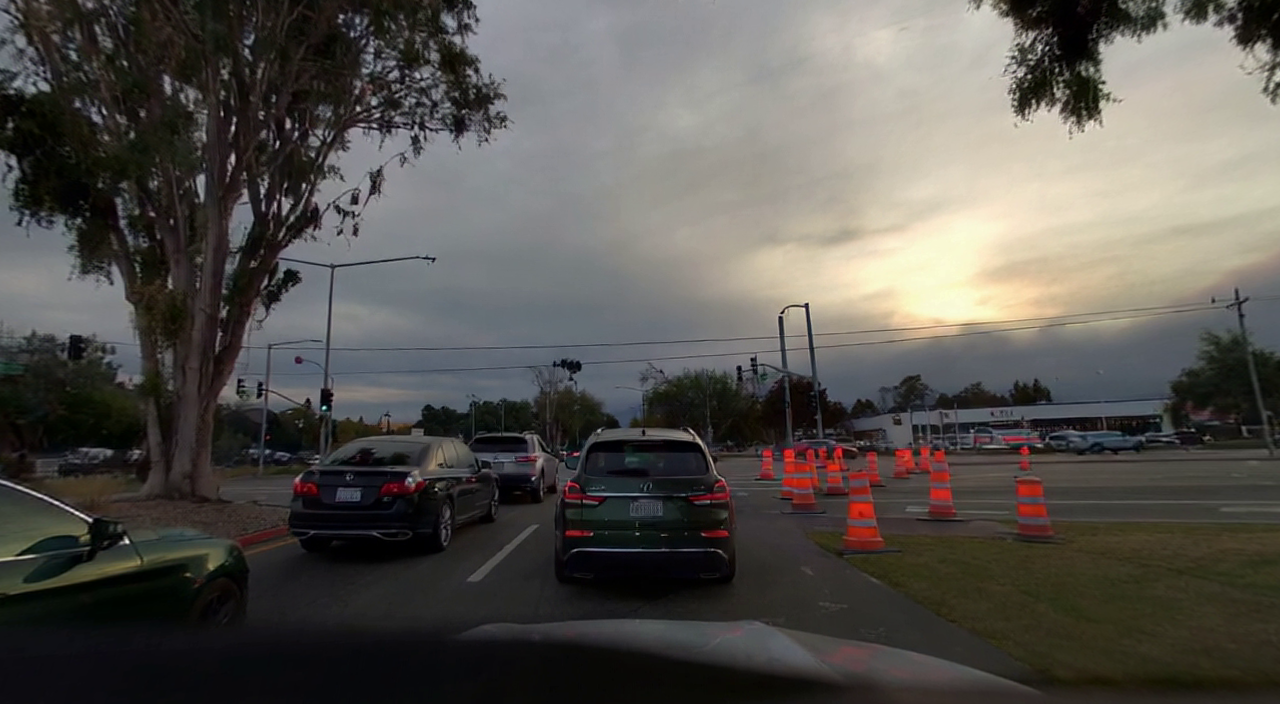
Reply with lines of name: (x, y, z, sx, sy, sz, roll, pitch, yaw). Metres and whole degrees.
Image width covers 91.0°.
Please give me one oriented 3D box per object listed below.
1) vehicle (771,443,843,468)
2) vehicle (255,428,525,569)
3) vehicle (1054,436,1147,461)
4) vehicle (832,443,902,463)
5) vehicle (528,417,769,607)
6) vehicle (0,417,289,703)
vehicle: (10.805, 6.723, 41.000, 4.380, 1.492, 1.837, -2, -9, 13)
vehicle: (-3.253, 1.999, 9.449, 1.989, 1.541, 4.626, 0, -9, 2)
vehicle: (29.418, 6.184, 40.318, 4.463, 1.482, 1.808, 0, -9, 1)
vehicle: (17.033, 7.590, 47.336, 4.581, 1.480, 1.752, 1, -9, -1)
vehicle: (0.118, 1.628, 7.210, 2.021, 1.560, 3.676, 0, -9, 1)
vehicle: (-3.581, 0.948, 2.144, 1.964, 1.497, 4.722, 0, -9, 1)
